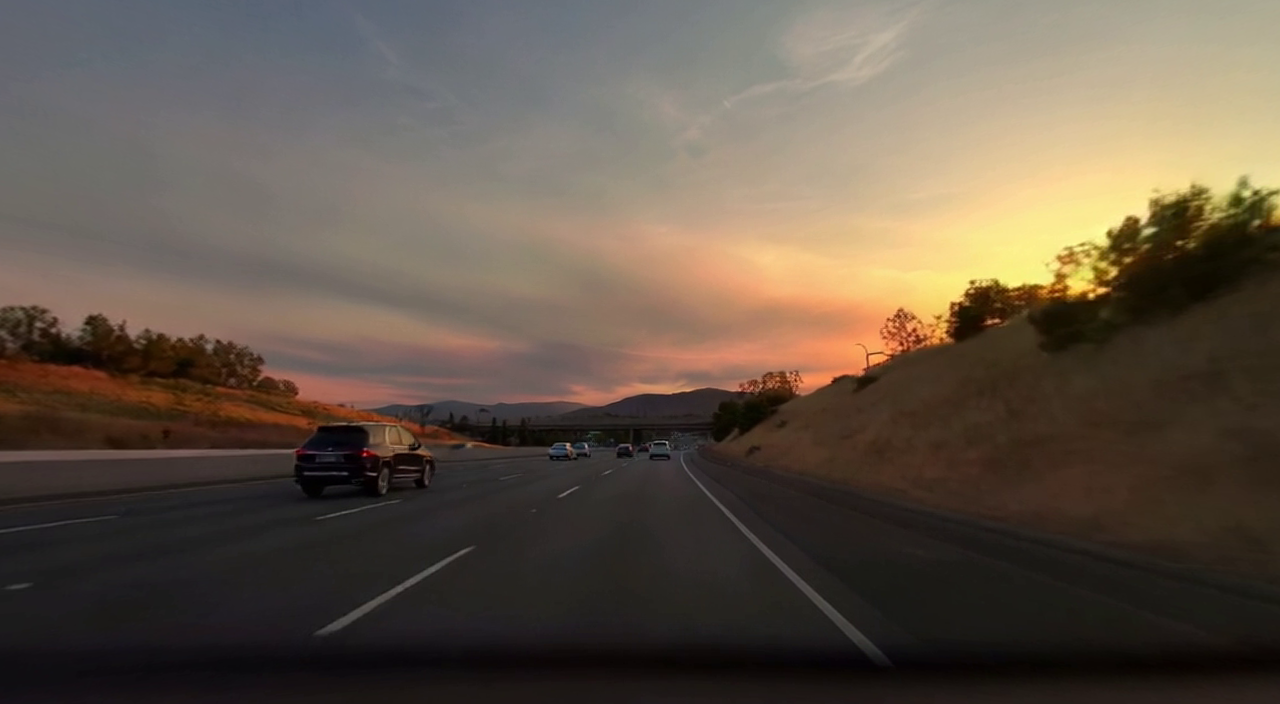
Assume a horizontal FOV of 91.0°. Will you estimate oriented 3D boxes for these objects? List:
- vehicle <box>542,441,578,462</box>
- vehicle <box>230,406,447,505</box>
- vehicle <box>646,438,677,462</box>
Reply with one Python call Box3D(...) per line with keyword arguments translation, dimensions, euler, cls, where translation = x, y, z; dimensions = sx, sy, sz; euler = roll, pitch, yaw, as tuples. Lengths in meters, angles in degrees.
Box3D(translation=(-6.050, 7.535, 48.007), dimensions=(1.986, 1.534, 4.255), euler=(0, -8, 3), cls="vehicle")
Box3D(translation=(-6.938, 2.484, 15.516), dimensions=(2.438, 1.967, 5.596), euler=(0, -8, 2), cls="vehicle")
Box3D(translation=(1.610, 7.217, 46.509), dimensions=(2.141, 1.706, 4.065), euler=(0, -8, 2), cls="vehicle")
